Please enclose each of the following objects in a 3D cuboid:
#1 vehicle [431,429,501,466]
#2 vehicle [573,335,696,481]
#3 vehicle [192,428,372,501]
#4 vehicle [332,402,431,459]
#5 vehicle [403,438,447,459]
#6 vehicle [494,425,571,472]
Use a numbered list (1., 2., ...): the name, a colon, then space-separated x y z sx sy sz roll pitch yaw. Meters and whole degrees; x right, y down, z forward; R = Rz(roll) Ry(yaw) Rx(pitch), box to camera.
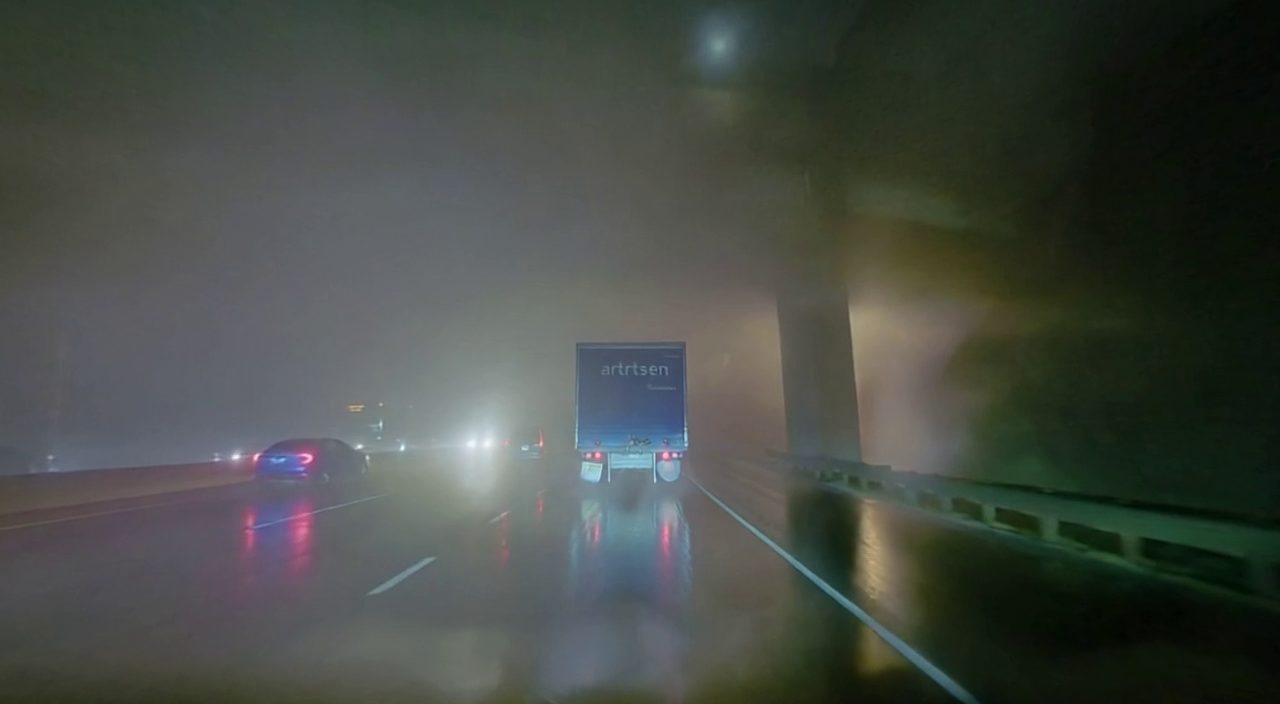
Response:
1. vehicle: -7.969 4.395 29.183 1.981 1.574 4.561 0 -8 -1
2. vehicle: -0.207 2.259 23.100 3.442 4.106 10.719 0 -8 -1
3. vehicle: -8.177 2.576 14.892 1.940 1.488 3.976 0 -8 -1
4. vehicle: -19.758 6.185 49.079 3.034 3.950 10.763 0 -8 1
5. vehicle: -16.147 7.250 47.394 1.886 1.538 4.033 0 -8 0
6. vehicle: -4.140 3.807 25.095 2.168 1.671 4.888 0 -8 1
